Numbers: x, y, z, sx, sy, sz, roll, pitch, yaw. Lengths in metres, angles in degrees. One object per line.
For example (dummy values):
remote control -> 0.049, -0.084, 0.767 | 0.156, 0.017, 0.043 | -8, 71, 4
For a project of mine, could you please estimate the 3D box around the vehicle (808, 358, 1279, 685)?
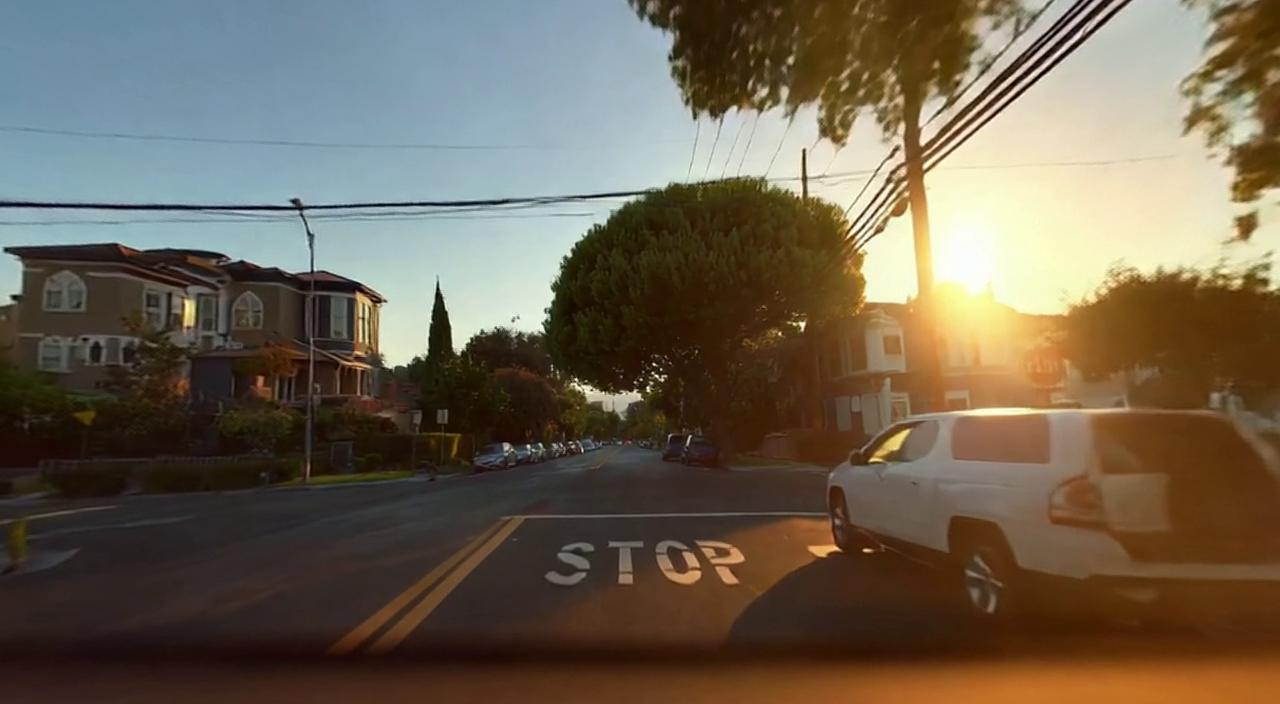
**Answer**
vehicle -> 3.164, 1.197, 5.577 | 2.035, 1.708, 4.355 | 0, -8, -2

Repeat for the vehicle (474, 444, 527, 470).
vehicle -> -7.366, 5.556, 33.627 | 1.926, 1.307, 3.909 | 0, -8, 0

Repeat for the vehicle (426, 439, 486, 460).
vehicle -> -13.602, 7.225, 46.889 | 3.905, 1.480, 1.892 | 0, -8, -1

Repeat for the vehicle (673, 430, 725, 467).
vehicle -> 2.944, 4.940, 32.448 | 2.114, 1.708, 4.474 | 0, -8, -1
